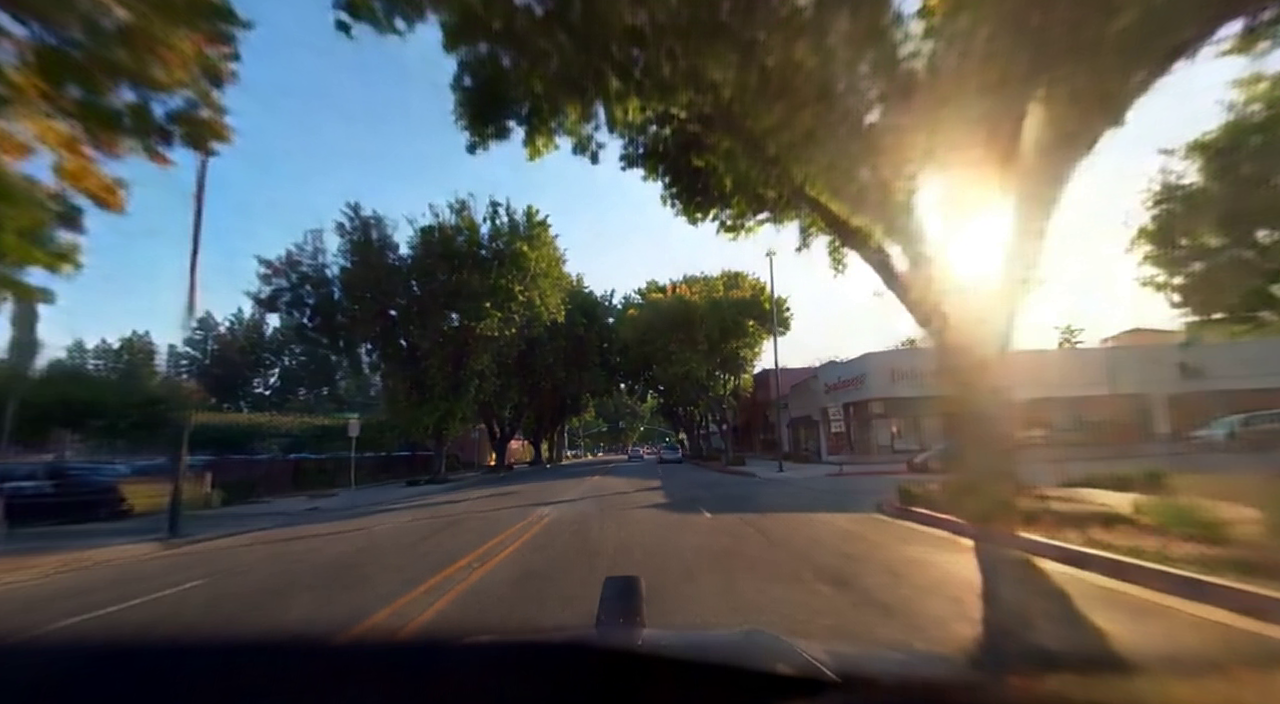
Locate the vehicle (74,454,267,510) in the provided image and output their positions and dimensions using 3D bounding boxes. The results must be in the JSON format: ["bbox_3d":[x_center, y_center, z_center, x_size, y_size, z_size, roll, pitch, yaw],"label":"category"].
[{"bbox_3d":[-15.952,4.413,21.708,4.870,1.762,2.152,0,-9,0],"label":"vehicle"}]

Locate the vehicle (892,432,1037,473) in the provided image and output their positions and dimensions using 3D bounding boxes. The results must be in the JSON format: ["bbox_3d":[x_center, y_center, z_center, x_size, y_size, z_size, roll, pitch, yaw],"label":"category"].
[{"bbox_3d":[12.116,3.790,23.871,4.404,1.445,1.844,-1,-9,7],"label":"vehicle"}]

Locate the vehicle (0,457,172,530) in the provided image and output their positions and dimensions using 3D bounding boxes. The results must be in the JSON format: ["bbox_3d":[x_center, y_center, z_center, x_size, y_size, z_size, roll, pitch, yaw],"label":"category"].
[{"bbox_3d":[-15.309,3.628,16.445,4.579,1.701,2.033,0,-9,1],"label":"vehicle"}]

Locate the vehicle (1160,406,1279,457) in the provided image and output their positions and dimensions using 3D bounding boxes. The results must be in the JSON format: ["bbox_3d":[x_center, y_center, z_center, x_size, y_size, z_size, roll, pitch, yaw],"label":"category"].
[{"bbox_3d":[25.110,3.245,25.947,5.444,1.901,2.250,-2,-9,-2],"label":"vehicle"}]
